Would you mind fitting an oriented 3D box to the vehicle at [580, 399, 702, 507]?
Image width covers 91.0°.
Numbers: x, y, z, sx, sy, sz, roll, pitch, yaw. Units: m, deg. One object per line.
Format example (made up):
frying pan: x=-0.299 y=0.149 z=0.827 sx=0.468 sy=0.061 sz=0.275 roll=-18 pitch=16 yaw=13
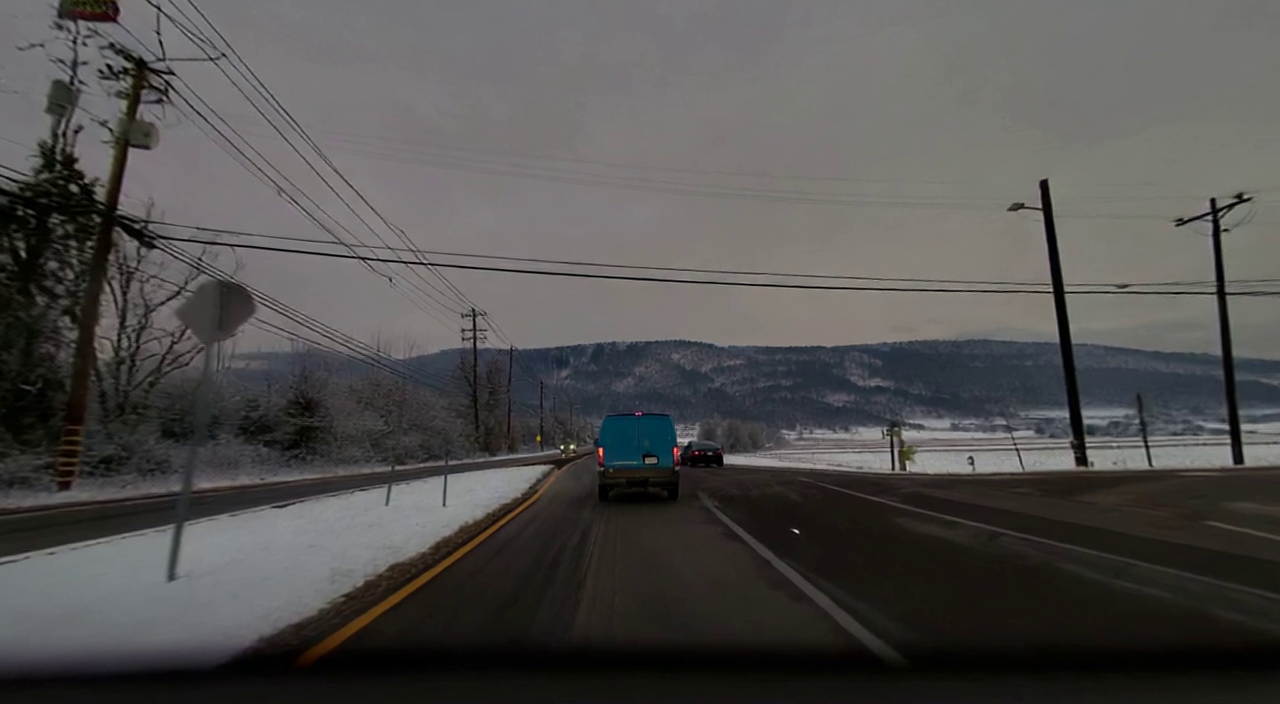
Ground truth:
vehicle: x=-0.060 y=2.368 z=15.006 sx=2.454 sy=2.144 sz=4.535 roll=0 pitch=-8 yaw=-2
